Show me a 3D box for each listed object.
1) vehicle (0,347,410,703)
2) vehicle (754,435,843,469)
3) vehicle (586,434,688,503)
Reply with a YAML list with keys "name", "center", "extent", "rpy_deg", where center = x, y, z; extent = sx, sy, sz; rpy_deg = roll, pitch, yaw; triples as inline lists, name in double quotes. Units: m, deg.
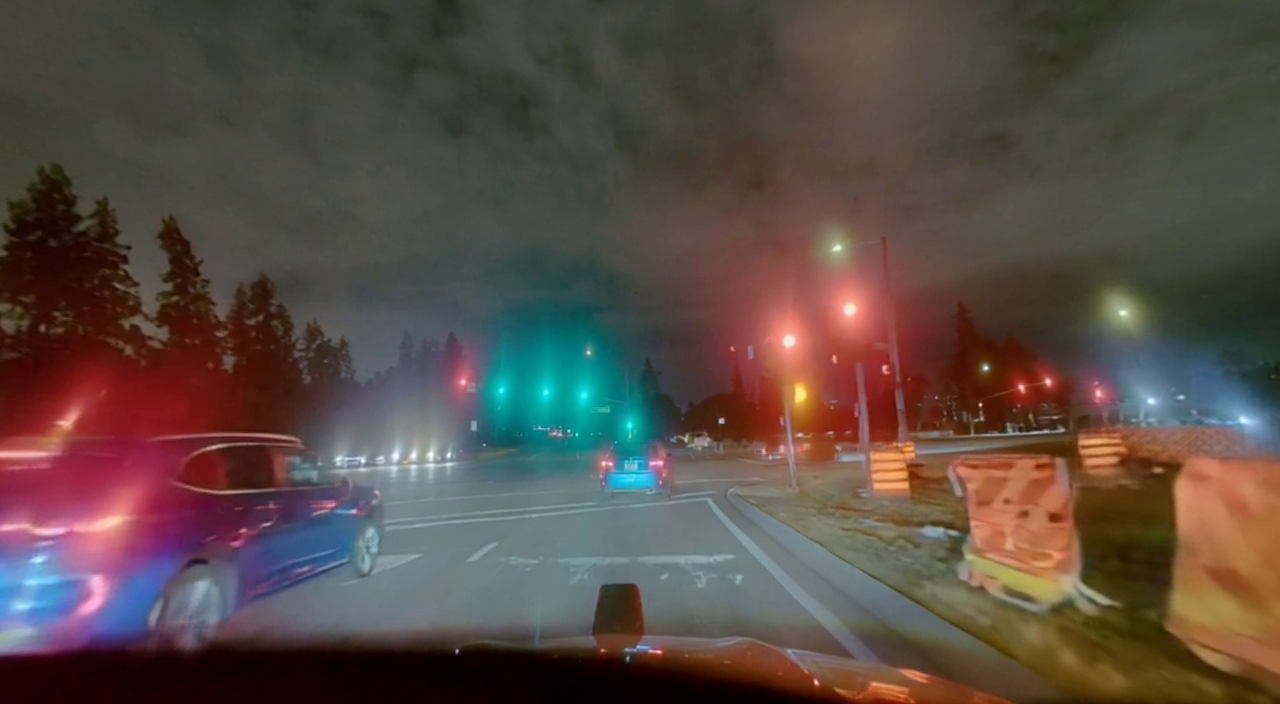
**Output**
- name: "vehicle"
  center: [-4.065, 1.267, 5.488]
  extent: [2.240, 1.844, 5.043]
  rpy_deg: [0, -9, 0]
- name: "vehicle"
  center: [7.617, 4.752, 30.175]
  extent: [4.467, 1.477, 1.873]
  rpy_deg: [7, -11, -41]
- name: "vehicle"
  center: [0.080, 2.905, 16.142]
  extent: [2.183, 1.506, 4.286]
  rpy_deg: [-1, -9, 5]
